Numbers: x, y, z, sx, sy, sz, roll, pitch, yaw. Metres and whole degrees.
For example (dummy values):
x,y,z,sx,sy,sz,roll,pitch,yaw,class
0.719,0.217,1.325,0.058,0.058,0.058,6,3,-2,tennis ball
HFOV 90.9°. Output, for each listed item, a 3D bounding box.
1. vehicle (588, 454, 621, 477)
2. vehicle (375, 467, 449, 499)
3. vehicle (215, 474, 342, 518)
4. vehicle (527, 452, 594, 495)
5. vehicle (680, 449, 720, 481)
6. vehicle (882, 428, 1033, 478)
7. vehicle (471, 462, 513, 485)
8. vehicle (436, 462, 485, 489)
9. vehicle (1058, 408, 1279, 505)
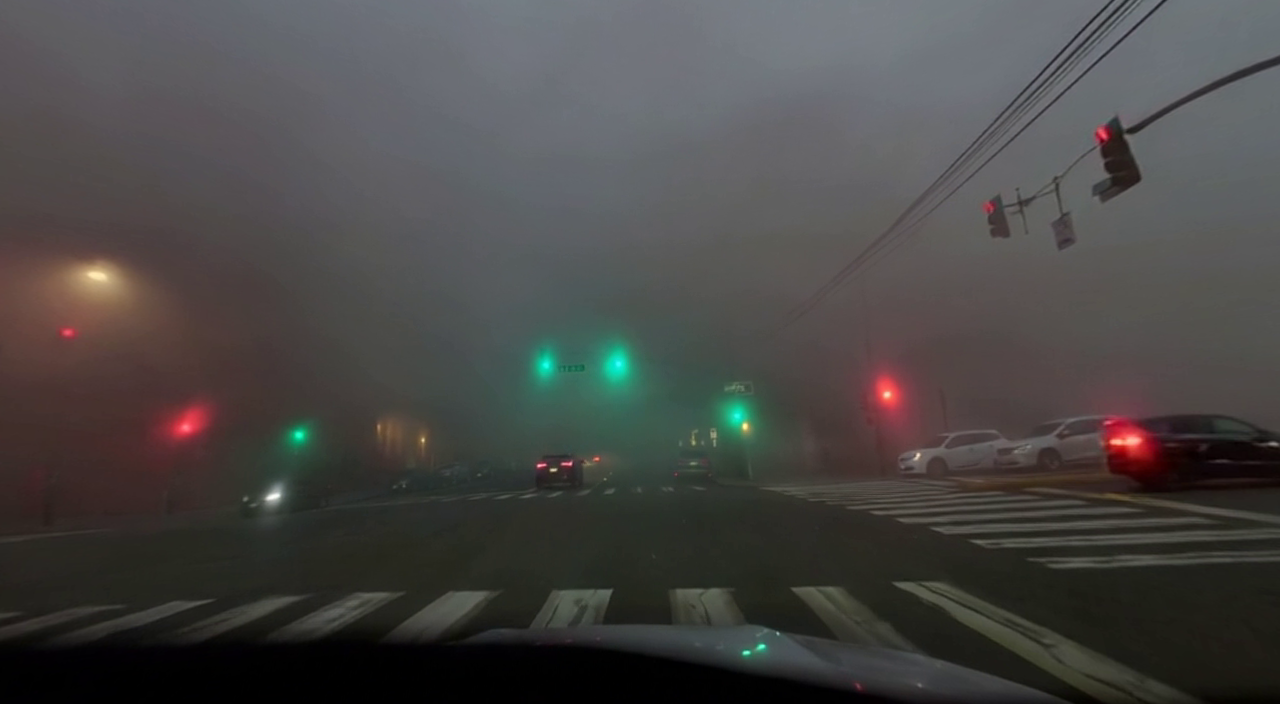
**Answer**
x,y,z,sx,sy,sz,roll,pitch,yaw,class
-2.509,8.149,45.535,1.916,1.487,4.535,0,-8,2,vehicle
-12.207,7.011,34.086,1.934,1.434,4.636,-1,-8,5,vehicle
-15.298,6.082,26.998,1.999,1.466,4.535,-2,-9,15,vehicle
-3.017,4.677,24.687,1.973,1.496,3.713,0,-8,2,vehicle
3.521,6.710,37.805,1.924,1.765,3.954,0,-8,-1,vehicle
11.176,3.582,22.424,4.288,1.689,1.909,0,-8,1,vehicle
-11.418,9.365,48.849,2.041,1.526,4.749,0,-8,0,vehicle
-11.820,8.143,41.792,1.933,1.628,3.973,0,-8,2,vehicle
10.347,1.804,11.106,4.540,1.480,2.153,1,-8,-7,vehicle
